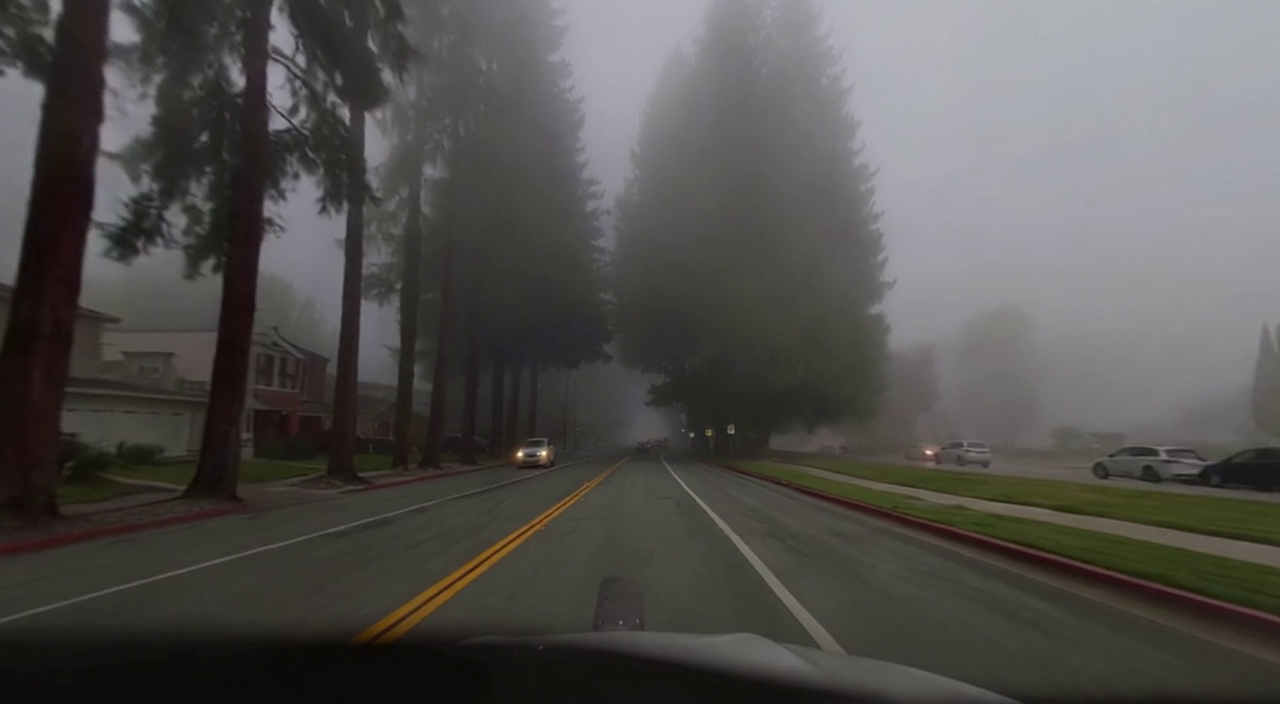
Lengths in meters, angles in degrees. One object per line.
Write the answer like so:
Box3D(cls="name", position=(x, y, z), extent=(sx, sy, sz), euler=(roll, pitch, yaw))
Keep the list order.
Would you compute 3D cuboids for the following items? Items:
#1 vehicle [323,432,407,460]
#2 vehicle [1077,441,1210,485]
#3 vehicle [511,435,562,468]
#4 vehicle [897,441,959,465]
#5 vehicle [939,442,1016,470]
Box3D(cls="vehicle", position=(-16.252, 5.574, 37.476), extent=(4.045, 1.622, 1.983), euler=(0, -8, 4))
Box3D(cls="vehicle", position=(18.852, 4.136, 23.915), extent=(1.755, 1.521, 3.968), euler=(0, -8, 1))
Box3D(cls="vehicle", position=(-6.094, 5.910, 37.675), extent=(2.108, 1.793, 4.864), euler=(0, -8, 1))
Box3D(cls="vehicle", position=(18.846, 6.590, 41.577), extent=(1.946, 1.459, 4.489), euler=(0, -8, -1))
Box3D(cls="vehicle", position=(18.981, 5.823, 35.761), extent=(1.773, 1.463, 4.486), euler=(0, -8, -2))
